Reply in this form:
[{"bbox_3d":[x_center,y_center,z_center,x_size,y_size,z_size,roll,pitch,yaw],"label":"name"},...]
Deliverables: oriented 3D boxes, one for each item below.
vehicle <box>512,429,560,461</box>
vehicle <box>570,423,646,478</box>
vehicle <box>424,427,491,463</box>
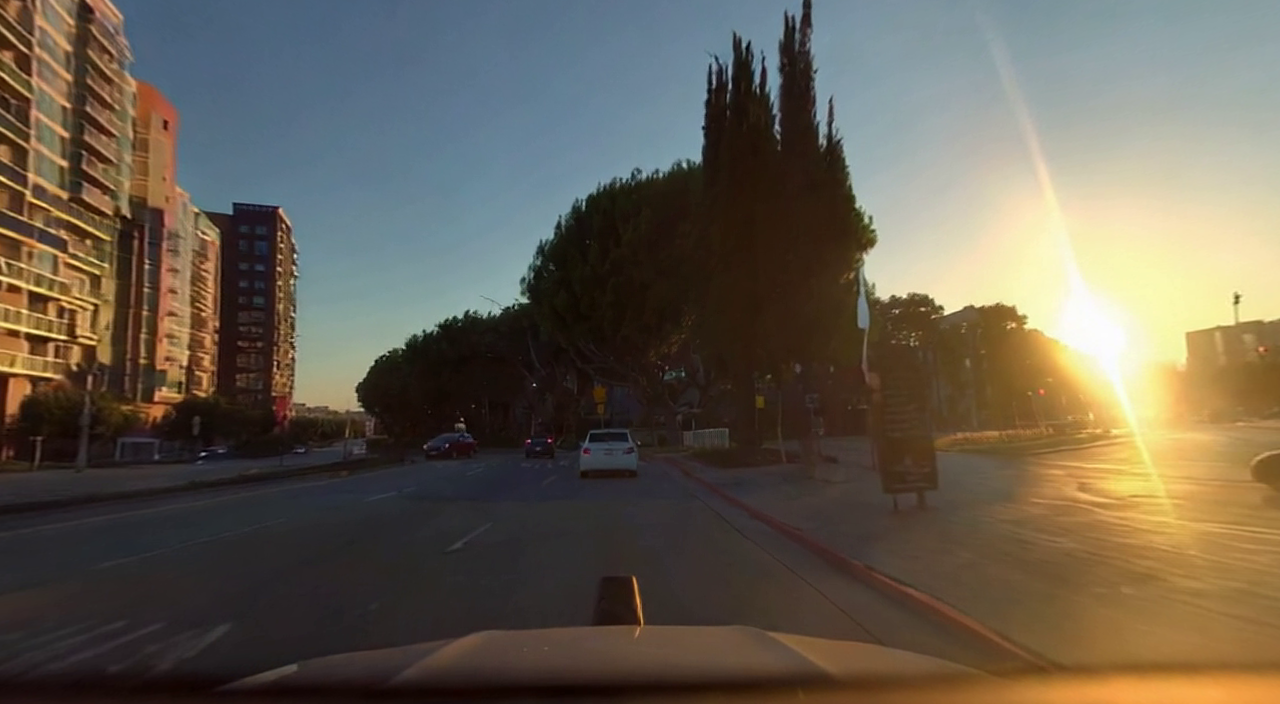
[{"bbox_3d":[-5.029,4.549,30.879,2.023,1.485,3.721,1,-8,-5],"label":"vehicle"},{"bbox_3d":[-0.939,3.205,20.701,2.231,1.572,4.227,0,-8,0],"label":"vehicle"},{"bbox_3d":[-9.172,4.718,32.068,1.994,1.717,4.380,0,-8,2],"label":"vehicle"}]
